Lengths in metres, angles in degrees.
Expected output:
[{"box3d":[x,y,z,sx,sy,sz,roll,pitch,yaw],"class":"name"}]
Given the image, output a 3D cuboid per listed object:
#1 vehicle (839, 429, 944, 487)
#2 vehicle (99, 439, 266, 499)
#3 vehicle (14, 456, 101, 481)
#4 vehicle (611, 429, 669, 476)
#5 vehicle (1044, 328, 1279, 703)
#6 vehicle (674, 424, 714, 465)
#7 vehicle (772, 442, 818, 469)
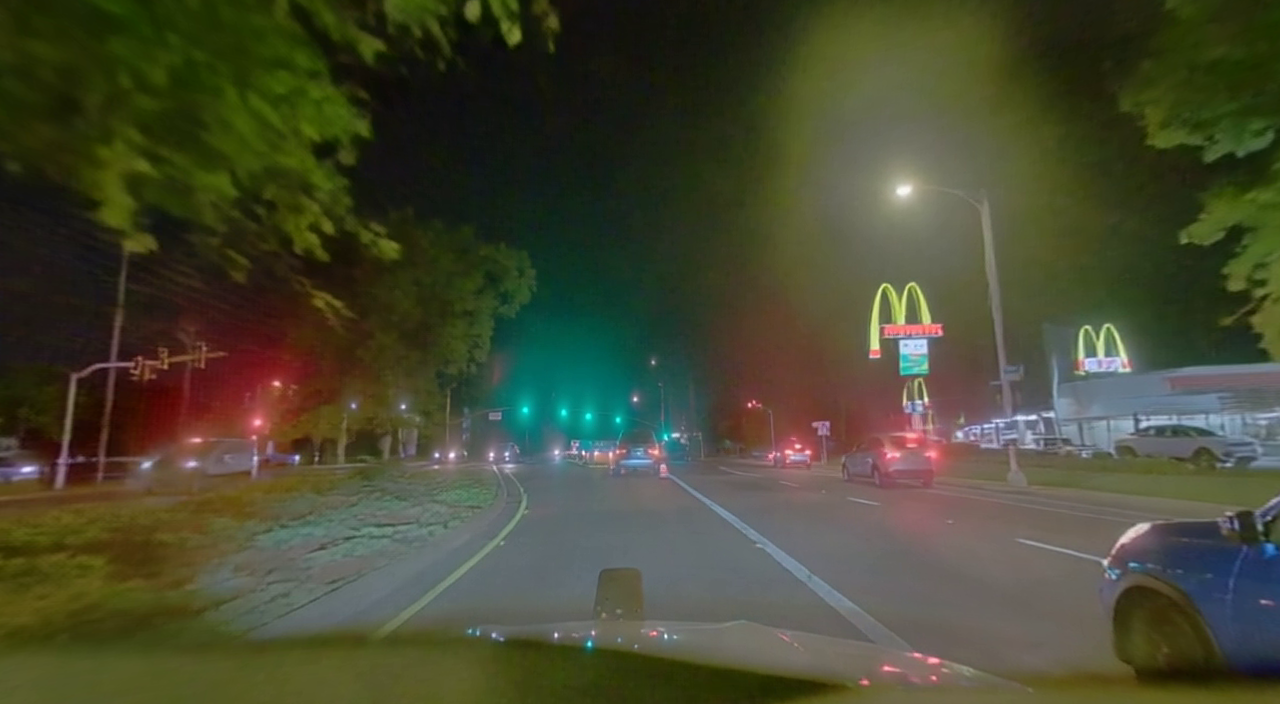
[{"box3d":[8.575,3.648,22.023,1.977,1.786,4.344,0,-8,2],"class":"vehicle"},{"box3d":[-14.455,3.732,20.381,2.136,1.676,4.371,-1,-9,-1],"class":"vehicle"},{"box3d":[-45.251,9.013,49.206,2.009,1.766,4.873,-1,-9,2],"class":"vehicle"},{"box3d":[-0.045,4.575,28.909,2.402,1.938,4.535,0,-8,-1],"class":"vehicle"},{"box3d":[3.458,0.642,1.478,2.076,1.716,4.416,0,-8,0],"class":"vehicle"},{"box3d":[3.620,6.310,43.121,2.239,2.586,4.586,0,-8,-1],"class":"vehicle"},{"box3d":[9.347,6.271,38.393,1.879,1.517,4.006,0,-8,1],"class":"vehicle"}]
